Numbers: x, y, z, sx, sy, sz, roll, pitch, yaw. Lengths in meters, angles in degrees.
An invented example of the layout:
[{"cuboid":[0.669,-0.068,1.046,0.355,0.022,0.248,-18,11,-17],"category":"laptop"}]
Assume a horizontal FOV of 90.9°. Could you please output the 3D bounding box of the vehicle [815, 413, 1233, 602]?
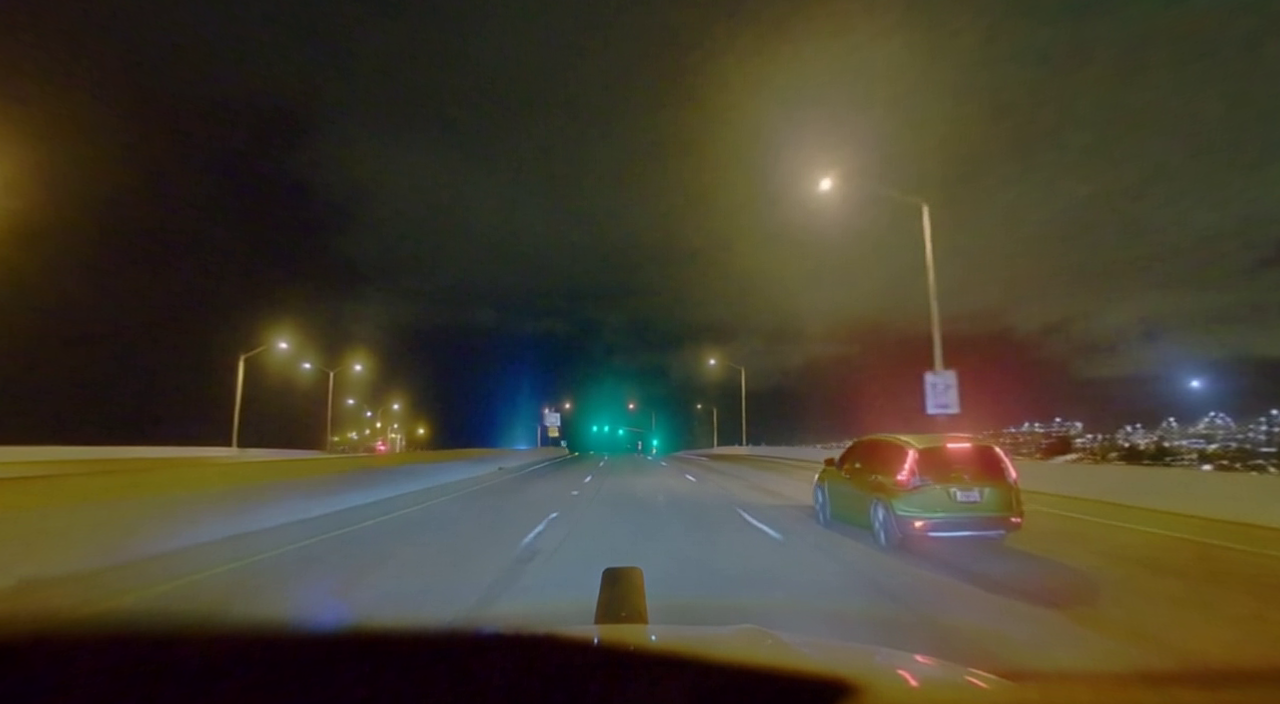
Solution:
[{"cuboid":[3.919,1.663,7.748,2.104,1.575,4.698,0,-8,-1],"category":"vehicle"}]
